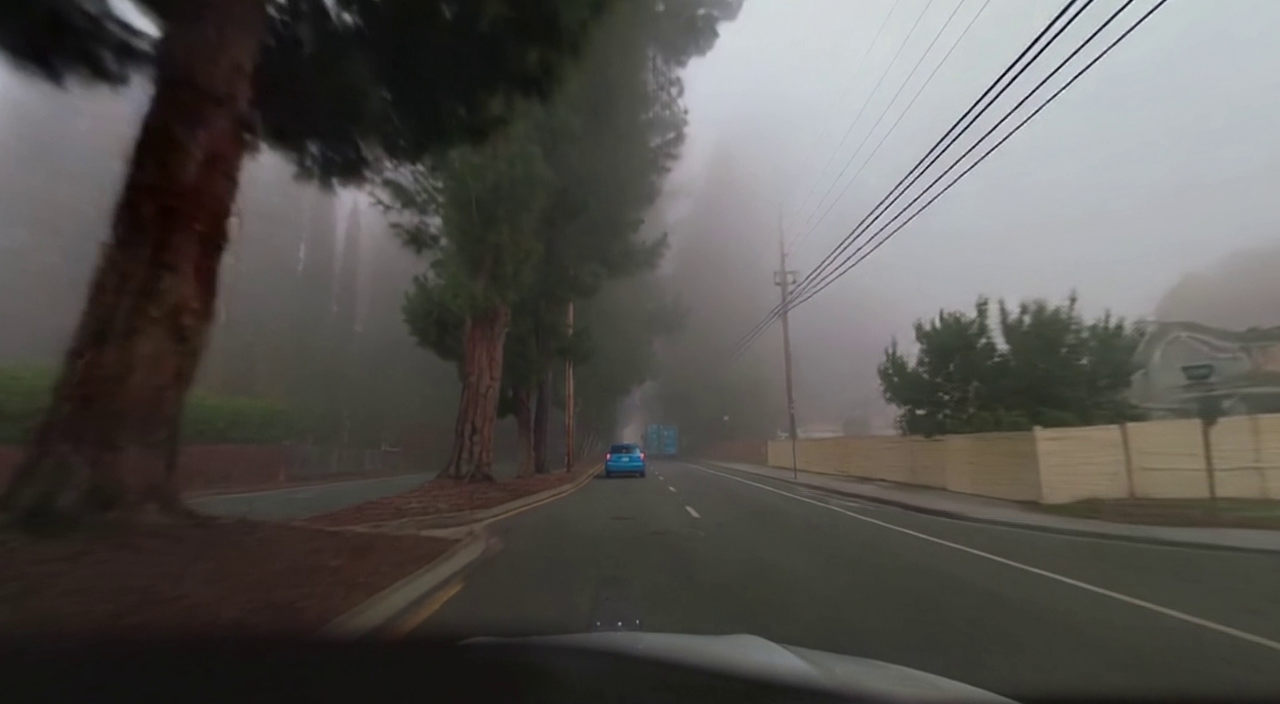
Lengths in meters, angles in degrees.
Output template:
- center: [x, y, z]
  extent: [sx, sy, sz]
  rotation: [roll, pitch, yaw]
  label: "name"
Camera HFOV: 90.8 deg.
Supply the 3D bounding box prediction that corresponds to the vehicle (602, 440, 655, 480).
- center: [-0.463, 4.419, 26.150]
  extent: [2.018, 1.511, 3.993]
  rotation: [0, -8, -1]
  label: "vehicle"
